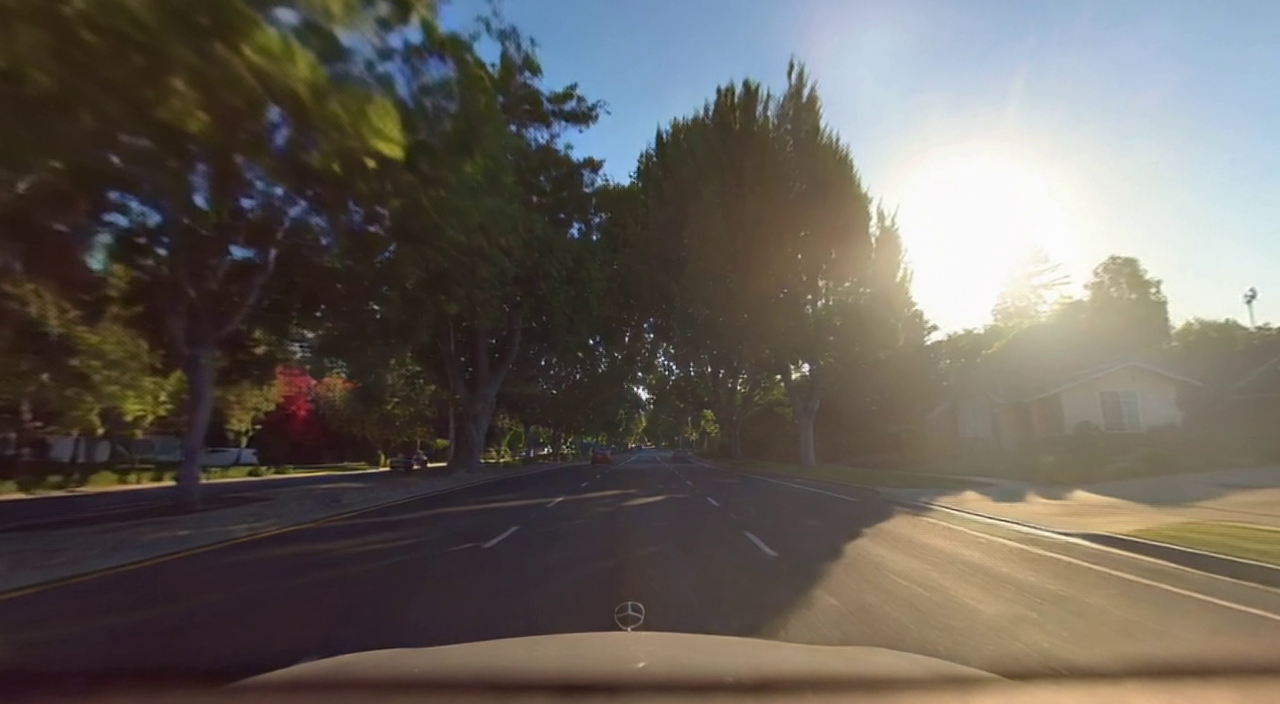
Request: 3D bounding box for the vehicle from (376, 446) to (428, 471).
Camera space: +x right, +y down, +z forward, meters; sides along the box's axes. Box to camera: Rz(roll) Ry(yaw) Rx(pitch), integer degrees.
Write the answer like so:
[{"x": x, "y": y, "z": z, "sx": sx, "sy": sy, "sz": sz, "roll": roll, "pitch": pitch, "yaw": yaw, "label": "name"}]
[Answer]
[{"x": -17.746, "y": 7.948, "z": 47.265, "sx": 1.978, "sy": 1.766, "sz": 4.752, "roll": 0, "pitch": -9, "yaw": 1, "label": "vehicle"}]
